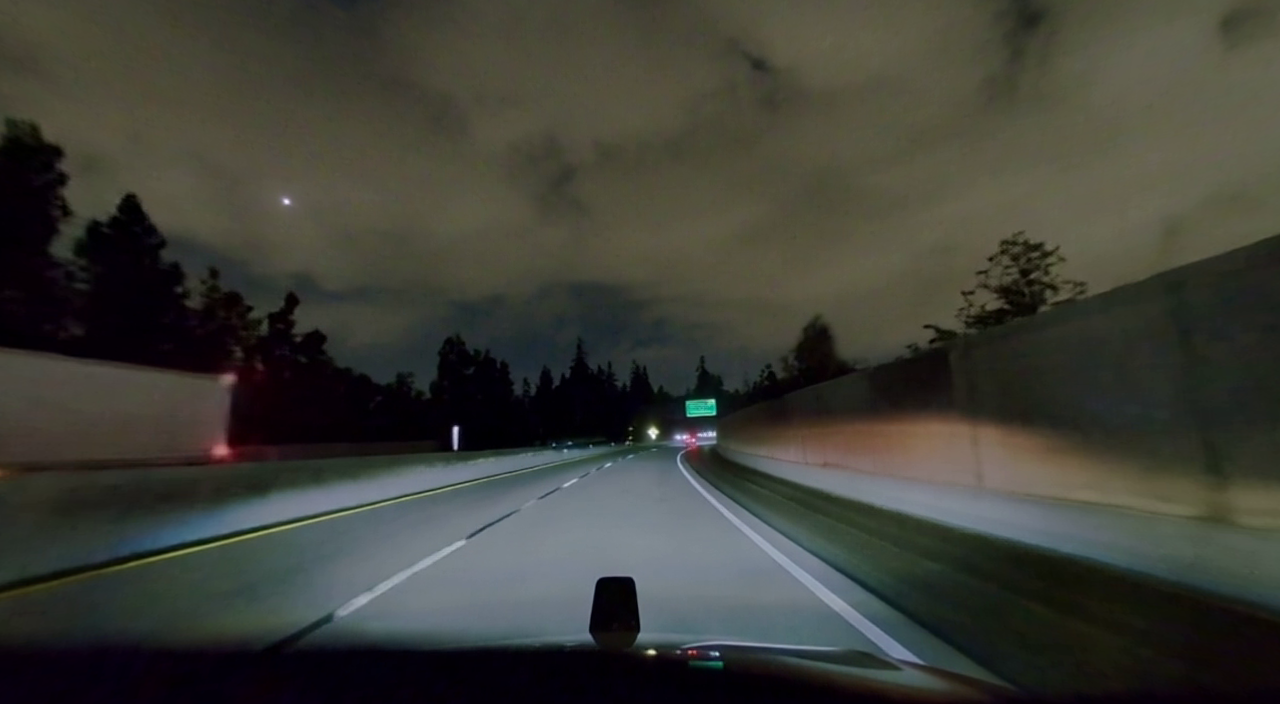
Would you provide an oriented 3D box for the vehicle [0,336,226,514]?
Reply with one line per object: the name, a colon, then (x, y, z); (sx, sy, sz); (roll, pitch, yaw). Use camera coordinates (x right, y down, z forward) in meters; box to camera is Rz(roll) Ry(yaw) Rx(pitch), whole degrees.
vehicle: (-16.314, 2.092, 17.309); (3.214, 4.045, 9.668); (-1, -8, 0)
